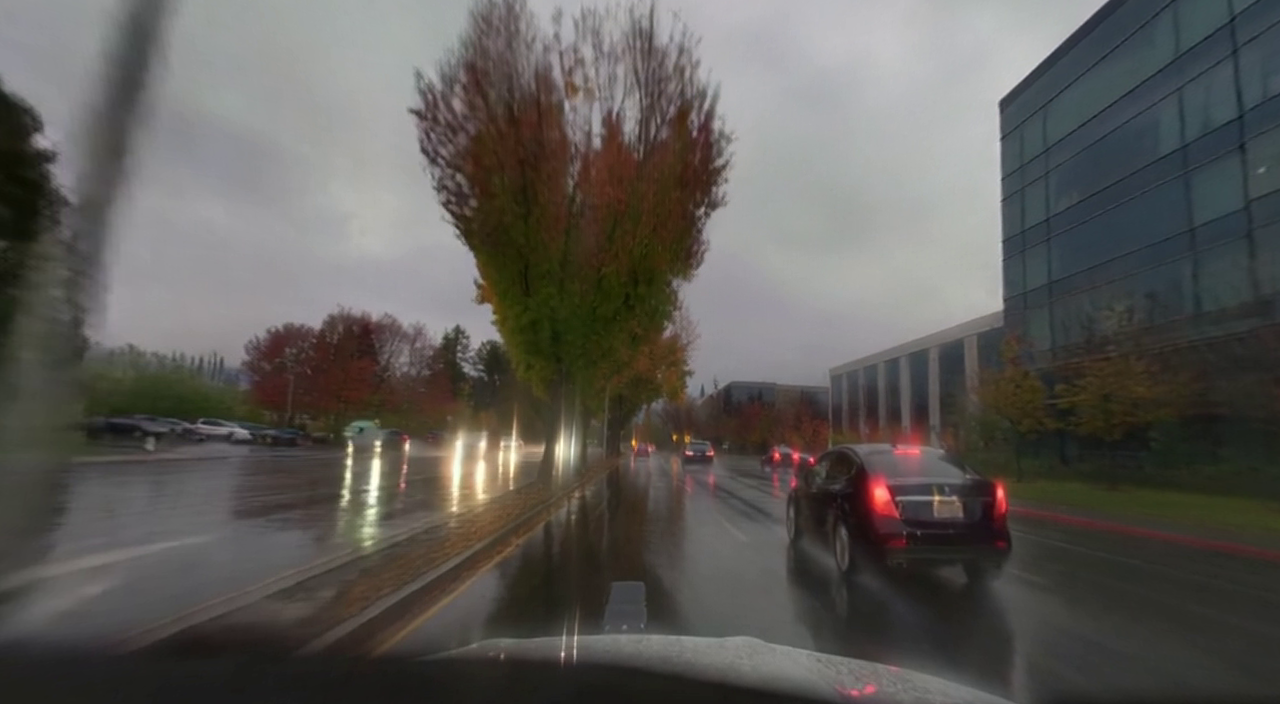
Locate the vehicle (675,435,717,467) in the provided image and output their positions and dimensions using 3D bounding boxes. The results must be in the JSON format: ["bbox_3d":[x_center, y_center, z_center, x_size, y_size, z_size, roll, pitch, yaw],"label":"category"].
[{"bbox_3d":[3.479,6.252,39.893,2.154,1.844,4.634,0,-8,-1],"label":"vehicle"}]

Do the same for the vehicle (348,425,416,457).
[{"bbox_3d":[-15.364,5.364,37.845,2.101,1.738,4.704,0,-8,0],"label":"vehicle"}]

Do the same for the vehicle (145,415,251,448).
[{"bbox_3d":[-26.889,4.950,38.718,2.149,1.809,5.973,0,-9,0],"label":"vehicle"}]

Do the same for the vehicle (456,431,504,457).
[{"bbox_3d":[-11.019,6.369,43.603,2.122,1.685,4.358,0,-8,1],"label":"vehicle"}]

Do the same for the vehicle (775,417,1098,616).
[{"bbox_3d":[2.962,1.699,7.417,1.901,1.634,3.896,1,-8,0],"label":"vehicle"}]

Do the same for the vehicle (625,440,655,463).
[{"bbox_3d":[-0.002,6.746,42.870,1.991,1.477,3.814,0,-8,0],"label":"vehicle"}]
